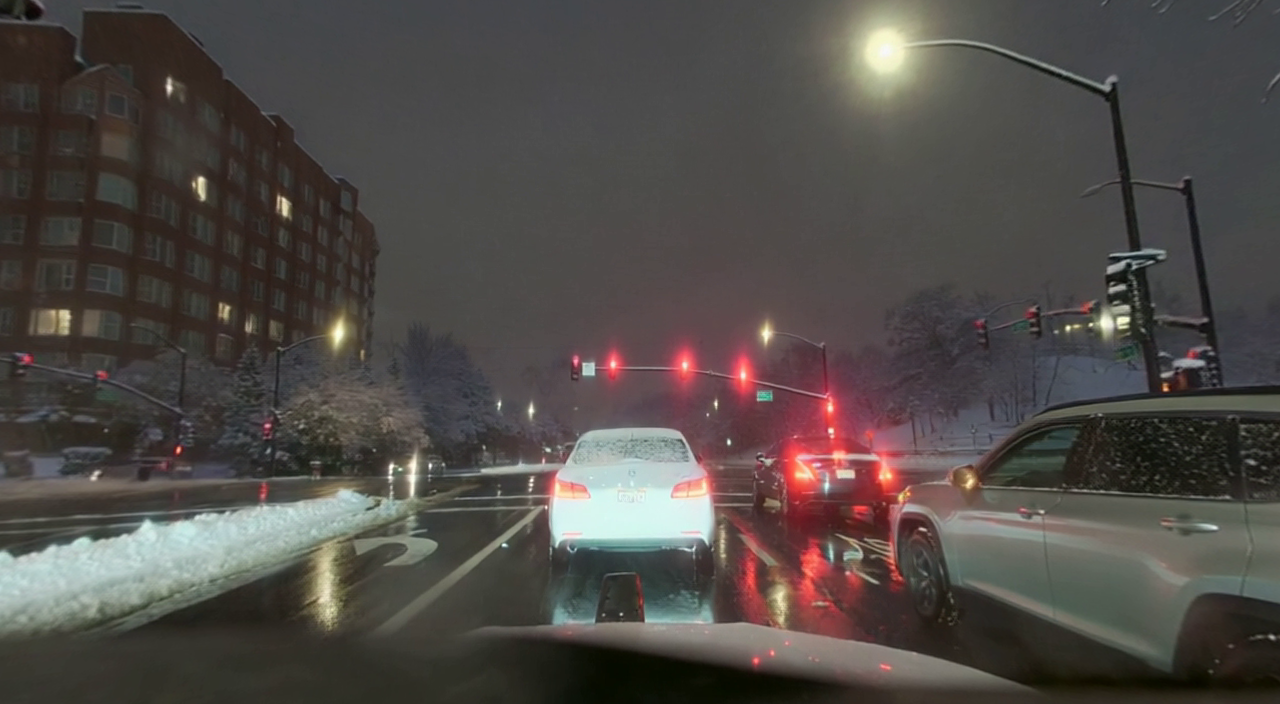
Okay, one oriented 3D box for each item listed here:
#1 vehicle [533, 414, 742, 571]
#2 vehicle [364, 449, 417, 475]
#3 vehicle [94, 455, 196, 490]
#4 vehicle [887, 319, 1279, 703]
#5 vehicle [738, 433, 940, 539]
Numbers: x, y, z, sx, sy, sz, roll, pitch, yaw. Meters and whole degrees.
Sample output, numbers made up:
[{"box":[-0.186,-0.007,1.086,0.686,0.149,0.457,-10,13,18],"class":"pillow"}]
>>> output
[{"box":[-0.072,1.779,8.740,2.188,1.637,4.027,0,-8,-1],"class":"vehicle"},{"box":[-18.730,8.259,47.688,2.026,1.836,4.726,0,-8,0],"class":"vehicle"},{"box":[-28.240,6.865,36.110,4.448,1.837,2.021,-2,-9,11],"class":"vehicle"},{"box":[3.001,0.868,2.663,2.103,1.701,4.294,0,-8,-1],"class":"vehicle"},{"box":[3.154,2.218,11.145,2.001,1.463,4.398,0,-8,-2],"class":"vehicle"}]
